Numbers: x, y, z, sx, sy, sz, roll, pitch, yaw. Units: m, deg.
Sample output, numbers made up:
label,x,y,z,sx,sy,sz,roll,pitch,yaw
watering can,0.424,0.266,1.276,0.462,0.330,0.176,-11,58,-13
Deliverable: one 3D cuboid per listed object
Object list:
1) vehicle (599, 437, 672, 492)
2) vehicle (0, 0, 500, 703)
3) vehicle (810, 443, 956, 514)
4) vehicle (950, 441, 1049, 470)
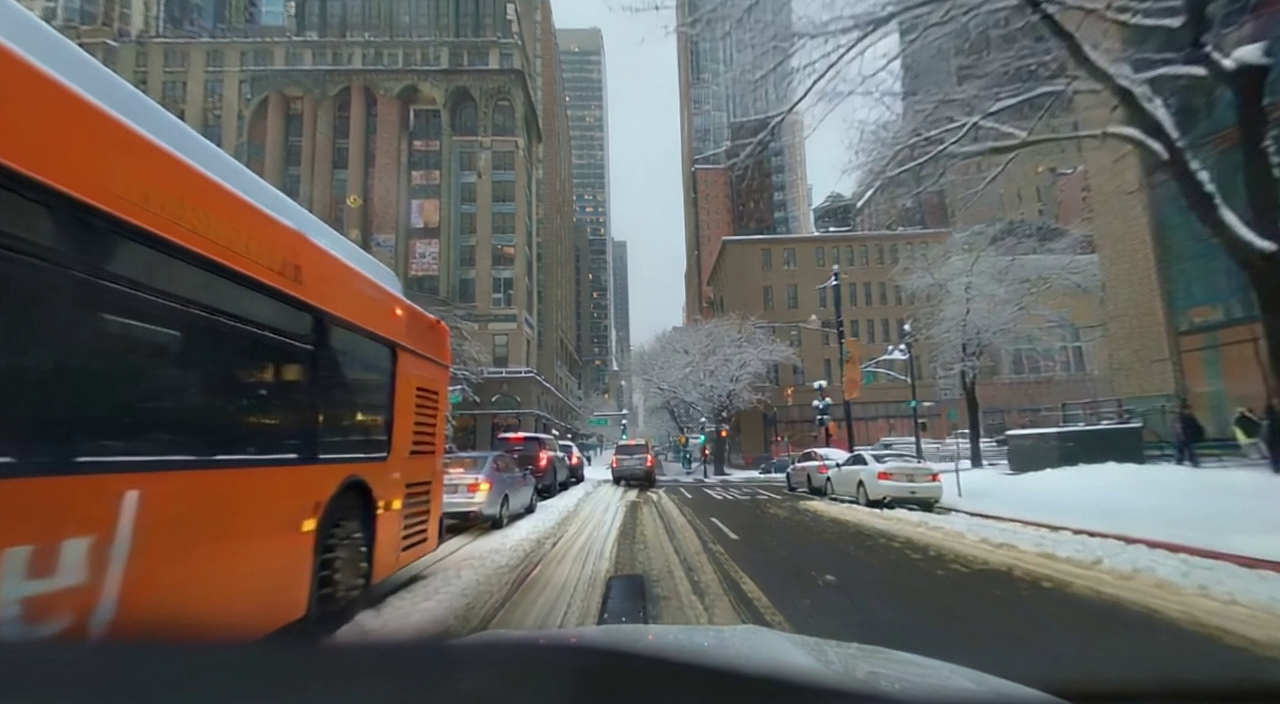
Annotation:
label,x,y,z,sx,sy,sz,roll,pitch,yaw
vehicle,-0.098,3.983,22.724,2.328,1.746,5.072,0,-9,1
vehicle,-3.073,-0.203,0.296,2.922,3.323,13.151,0,-9,0
vehicle,5.938,3.106,16.105,1.919,1.529,4.558,0,-9,0
vehicle,20.679,5.941,36.368,4.598,1.519,1.994,0,-8,-9
